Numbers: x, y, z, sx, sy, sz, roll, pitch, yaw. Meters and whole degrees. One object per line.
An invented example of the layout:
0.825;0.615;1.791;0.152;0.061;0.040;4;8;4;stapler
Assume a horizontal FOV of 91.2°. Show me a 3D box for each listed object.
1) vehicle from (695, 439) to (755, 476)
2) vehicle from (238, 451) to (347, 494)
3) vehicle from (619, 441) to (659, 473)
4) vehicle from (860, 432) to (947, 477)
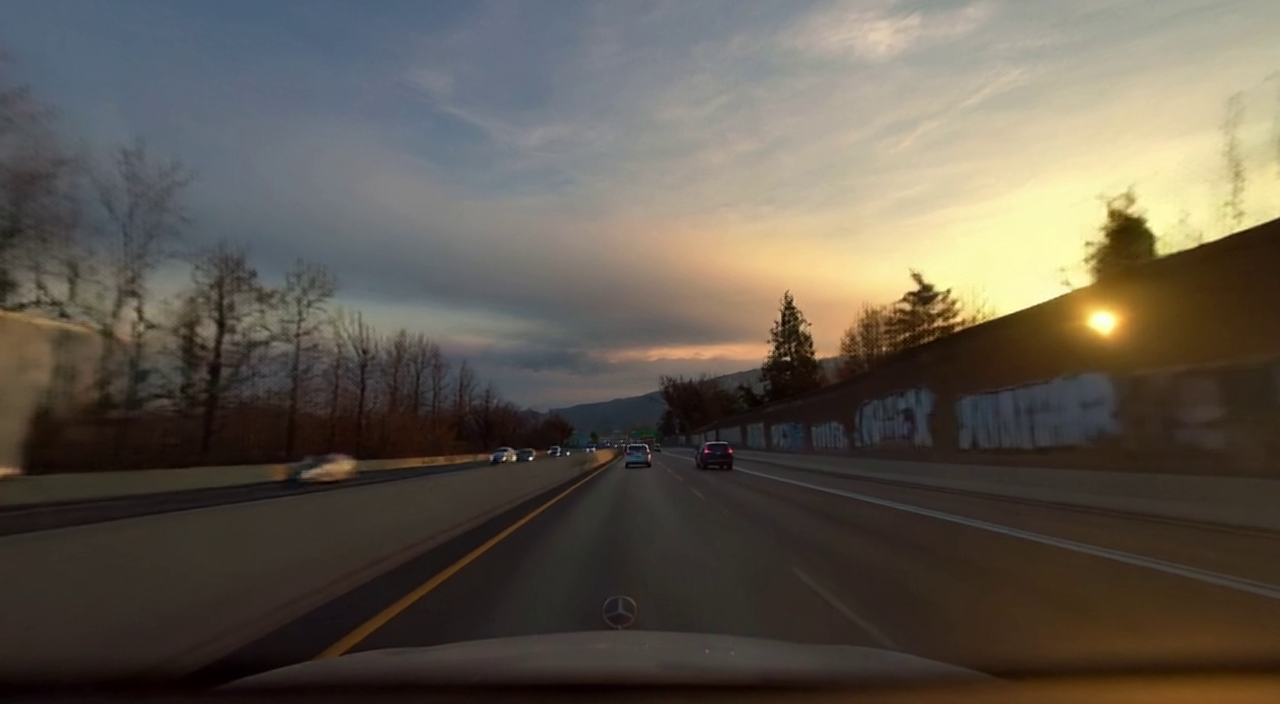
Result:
4.057;5.119;30.619;2.303;1.614;4.154;-1;-9;0;vehicle
-13.884;4.807;25.408;1.853;1.494;4.518;0;-9;-1;vehicle
-0.079;5.836;35.079;2.095;1.671;4.219;0;-9;-1;vehicle
10.310;4.044;24.866;1.797;1.588;3.848;-1;-9;1;vehicle
